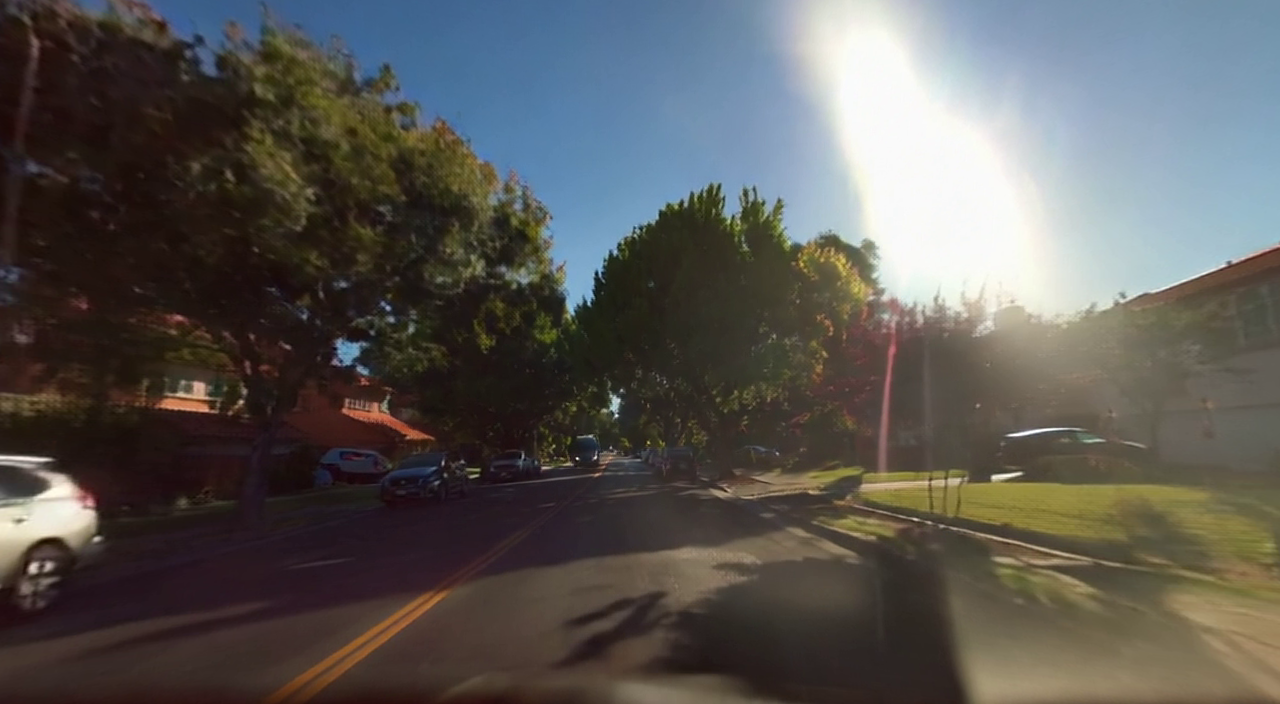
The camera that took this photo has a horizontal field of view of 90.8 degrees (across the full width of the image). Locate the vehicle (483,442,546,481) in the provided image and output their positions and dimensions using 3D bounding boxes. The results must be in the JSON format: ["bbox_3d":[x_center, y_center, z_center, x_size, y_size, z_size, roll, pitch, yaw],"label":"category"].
[{"bbox_3d":[-6.579,5.779,33.855,2.265,1.876,5.371,0,-8,0],"label":"vehicle"}]

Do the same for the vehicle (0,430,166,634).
[{"bbox_3d":[-6.296,1.435,4.841,2.031,1.662,4.194,0,-8,0],"label":"vehicle"}]

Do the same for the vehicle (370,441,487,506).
[{"bbox_3d":[-6.208,3.584,19.146,2.033,1.721,4.328,0,-8,0],"label":"vehicle"}]

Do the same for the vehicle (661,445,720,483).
[{"bbox_3d":[2.123,4.868,27.789,1.996,1.516,4.122,0,-8,-4],"label":"vehicle"}]

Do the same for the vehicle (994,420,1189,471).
[{"bbox_3d":[13.632,2.864,19.398,4.370,1.433,1.889,-2,-8,13],"label":"vehicle"}]
